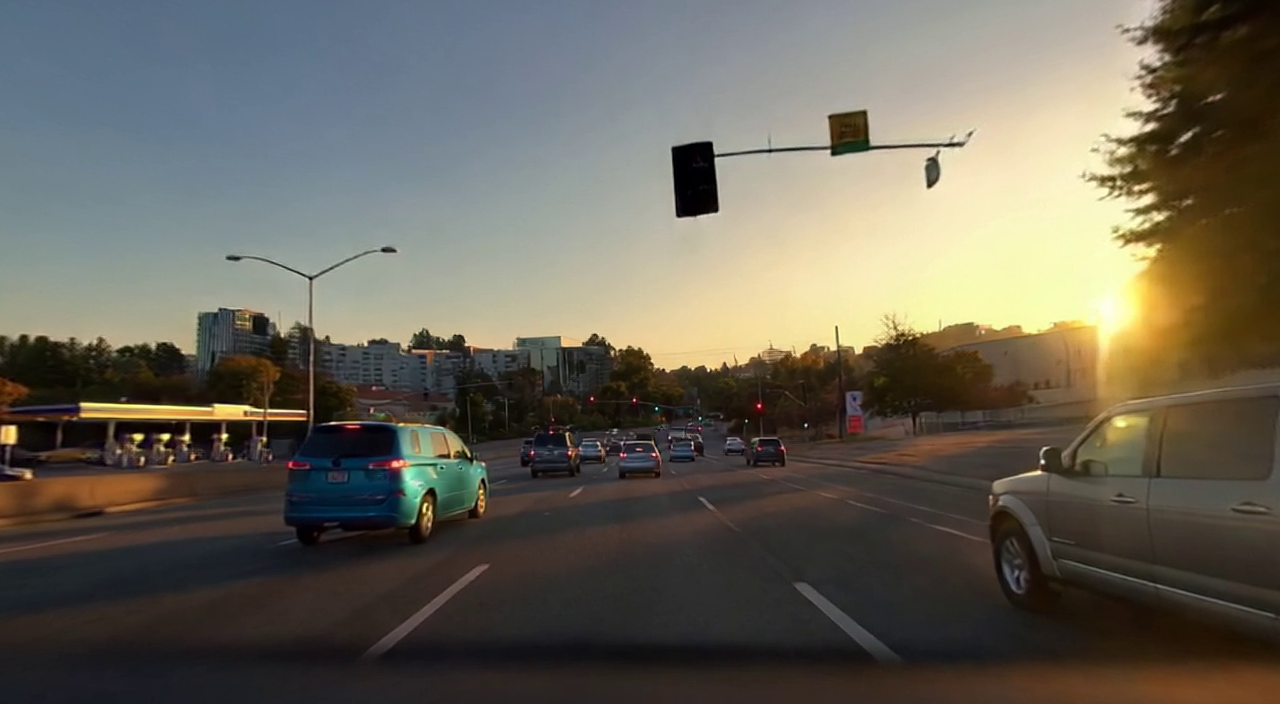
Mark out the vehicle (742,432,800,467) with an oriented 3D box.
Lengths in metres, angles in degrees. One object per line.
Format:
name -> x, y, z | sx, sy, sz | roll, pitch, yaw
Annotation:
vehicle -> 6.805, 5.149, 33.127 | 2.119, 1.696, 4.623 | 0, -8, 1

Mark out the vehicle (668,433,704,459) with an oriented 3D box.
vehicle -> 3.305, 6.947, 46.240 | 2.193, 1.795, 5.130 | 0, -8, -1

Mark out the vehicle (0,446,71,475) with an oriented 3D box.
vehicle -> -47.121, 8.202, 47.610 | 5.483, 2.103, 2.273 | 0, -8, -2

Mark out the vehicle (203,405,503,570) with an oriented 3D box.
vehicle -> -3.656, 1.837, 9.398 | 2.002, 1.747, 5.173 | 0, -8, 1

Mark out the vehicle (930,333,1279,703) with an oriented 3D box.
vehicle -> 3.723, 0.955, 3.476 | 2.055, 1.786, 4.817 | 0, -8, 2

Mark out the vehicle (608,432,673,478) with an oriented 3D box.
vehicle -> 0.015, 4.261, 26.204 | 2.426, 1.703, 5.602 | 0, -8, 0

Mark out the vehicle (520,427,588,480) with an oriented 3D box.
vehicle -> -3.431, 4.170, 26.039 | 2.025, 1.936, 4.995 | 0, -8, 1
